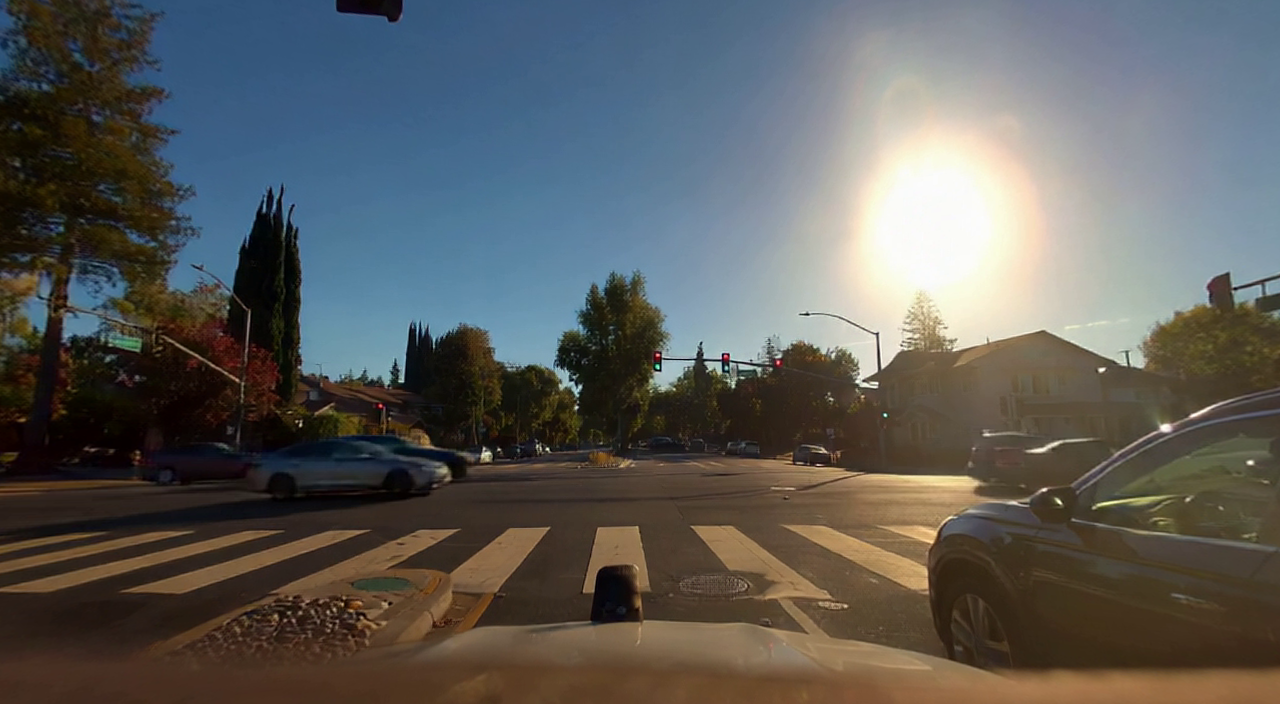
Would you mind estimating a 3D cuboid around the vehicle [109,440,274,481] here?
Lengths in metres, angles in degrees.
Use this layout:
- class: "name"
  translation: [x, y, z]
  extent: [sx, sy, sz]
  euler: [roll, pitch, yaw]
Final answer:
- class: "vehicle"
  translation: [-17.027, 4.132, 24.254]
  extent: [4.689, 1.490, 1.920]
  euler: [2, -9, -10]

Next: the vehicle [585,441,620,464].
- class: "vehicle"
  translation: [-2.456, 6.715, 42.321]
  extent: [2.046, 1.491, 4.118]
  euler: [0, -8, 0]

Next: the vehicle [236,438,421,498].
- class: "vehicle"
  translation: [-8.115, 3.042, 16.758]
  extent: [3.894, 1.487, 1.863]
  euler: [0, -8, -1]

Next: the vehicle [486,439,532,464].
- class: "vehicle"
  translation: [-8.979, 6.862, 43.657]
  extent: [2.028, 1.654, 5.027]
  euler: [0, -9, 1]

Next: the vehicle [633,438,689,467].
- class: "vehicle"
  translation: [1.384, 6.124, 38.726]
  extent: [2.130, 1.633, 4.532]
  euler: [-3, -9, 20]

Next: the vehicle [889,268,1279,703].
- class: "vehicle"
  translation: [2.709, 0.705, 1.728]
  extent: [2.085, 1.800, 4.908]
  euler: [0, -9, 1]
